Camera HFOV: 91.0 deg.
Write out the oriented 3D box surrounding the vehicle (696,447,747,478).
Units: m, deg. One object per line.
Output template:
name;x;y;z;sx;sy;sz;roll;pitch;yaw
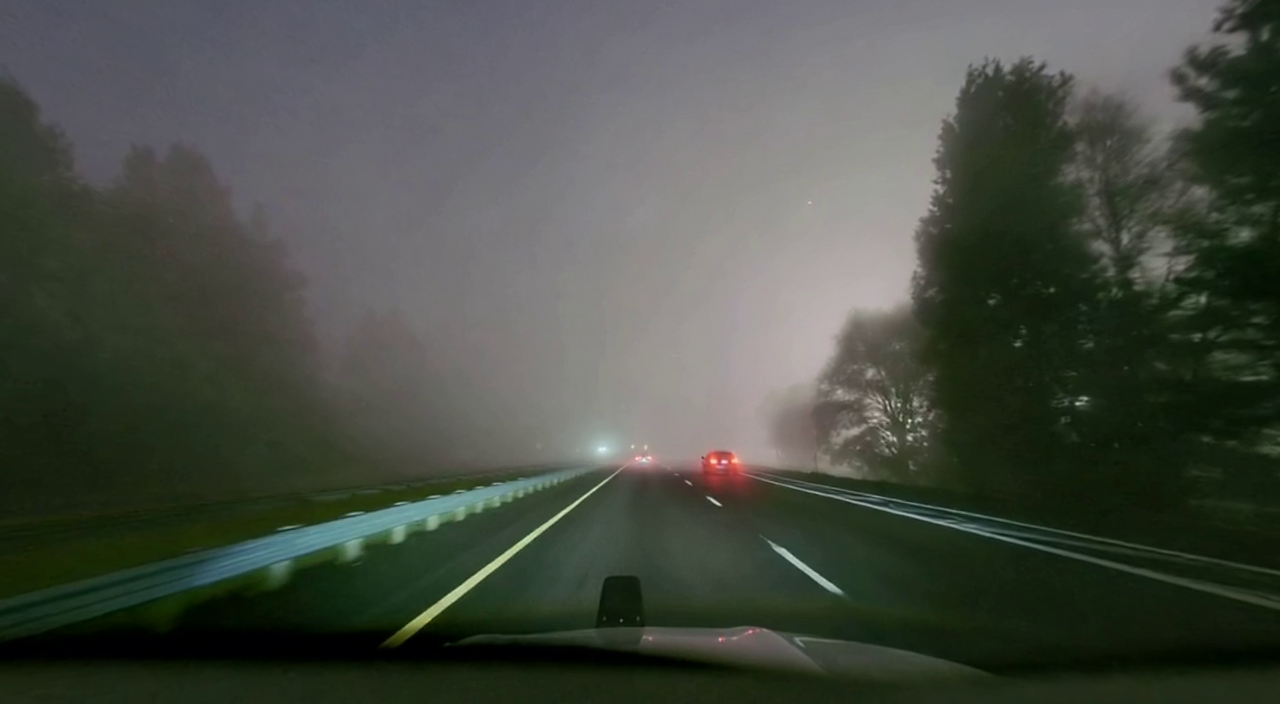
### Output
vehicle;4.257;5.868;33.642;2.115;1.522;4.330;0;-9;0
